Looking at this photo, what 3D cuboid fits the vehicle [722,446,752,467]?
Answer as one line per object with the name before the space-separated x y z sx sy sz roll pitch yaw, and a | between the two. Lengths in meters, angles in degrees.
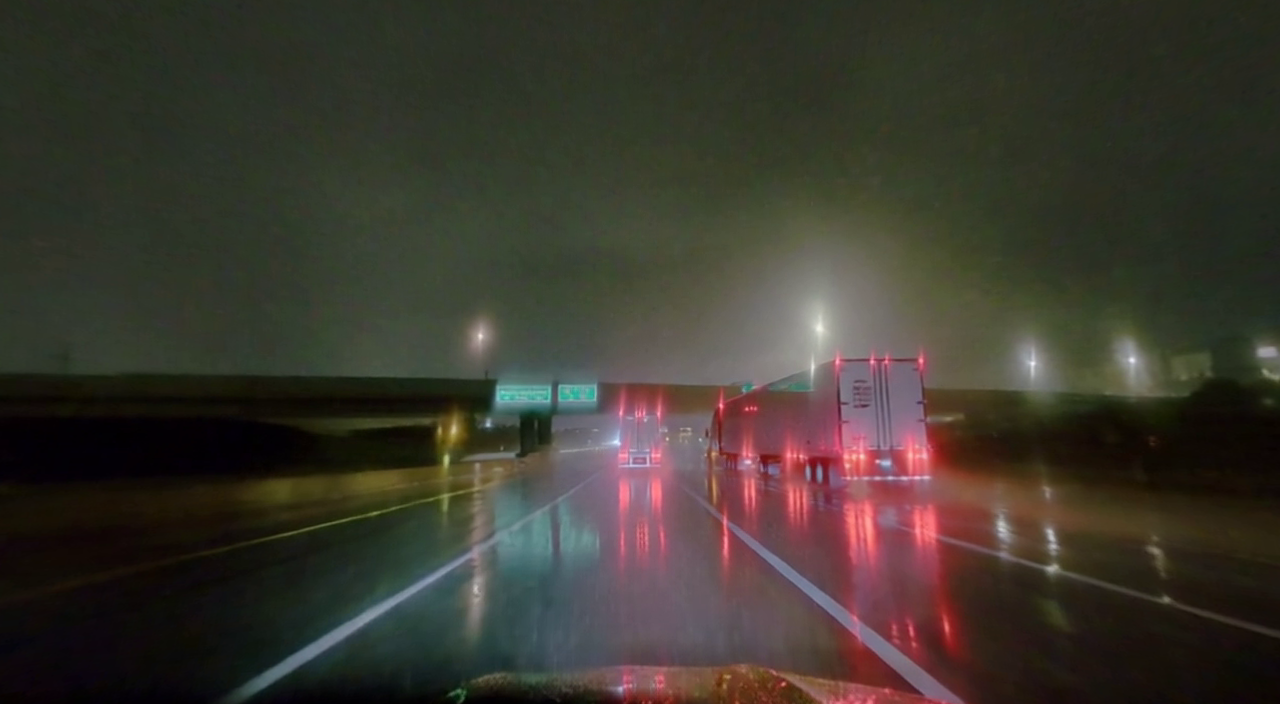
vehicle | 7.311 7.947 47.865 1.687 1.503 3.688 0 -9 0
